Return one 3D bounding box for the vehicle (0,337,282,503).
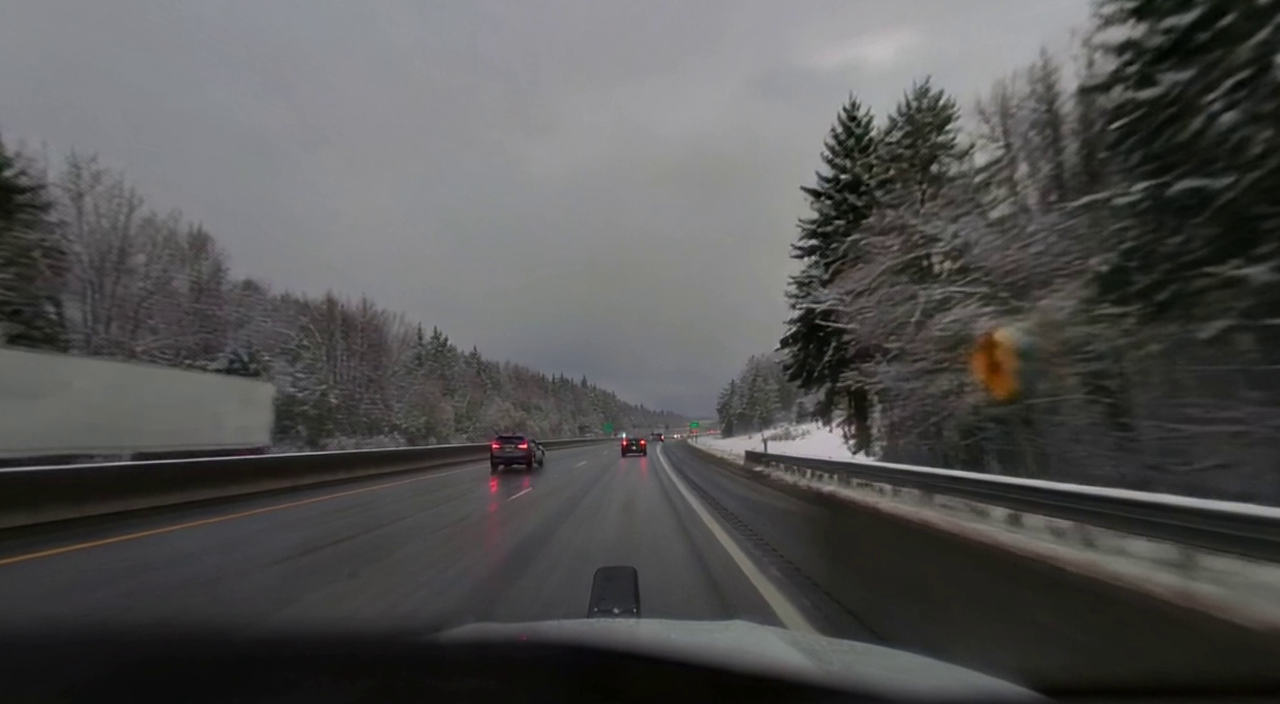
[{"bbox_3d":[-17.564,2.396,20.560,3.215,4.104,14.389,-1,-8,0],"label":"vehicle"}]

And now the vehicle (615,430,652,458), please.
[{"bbox_3d":[-0.413,5.758,39.430,2.146,1.636,4.026,0,-8,-1],"label":"vehicle"}]

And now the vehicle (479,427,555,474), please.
[{"bbox_3d":[-4.709,3.852,24.803,2.075,1.653,4.317,-1,-8,1],"label":"vehicle"}]
